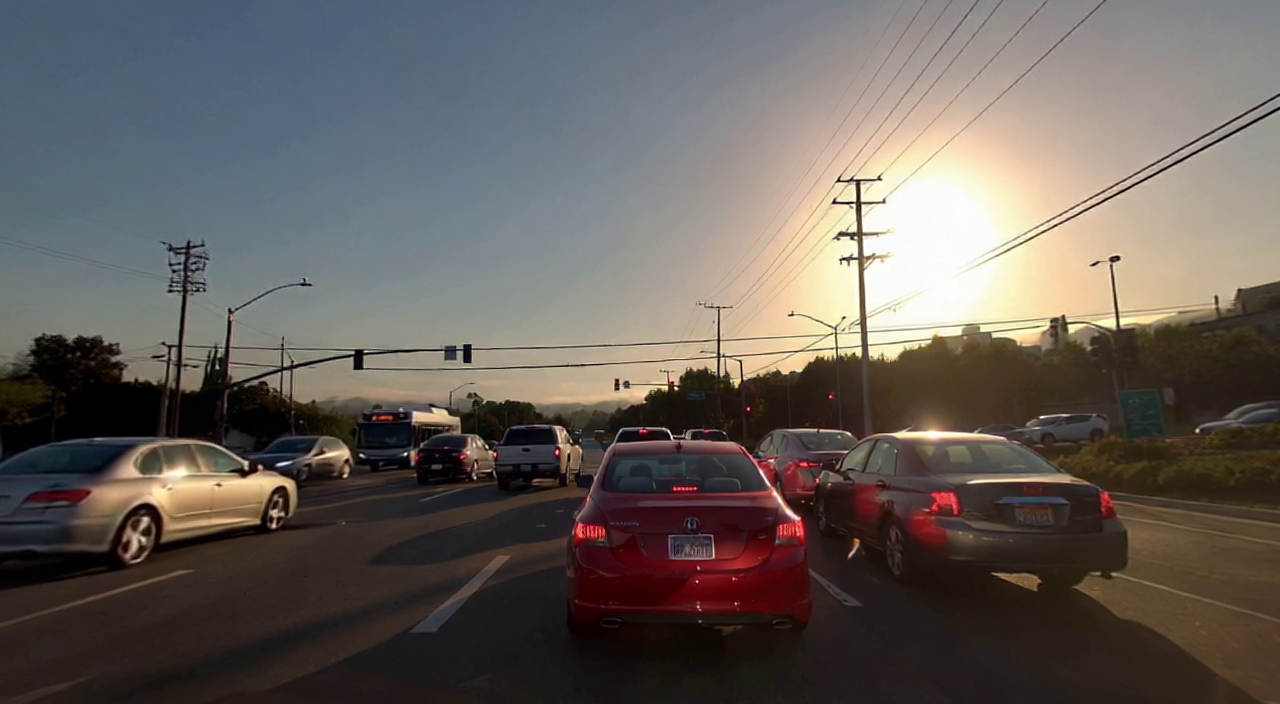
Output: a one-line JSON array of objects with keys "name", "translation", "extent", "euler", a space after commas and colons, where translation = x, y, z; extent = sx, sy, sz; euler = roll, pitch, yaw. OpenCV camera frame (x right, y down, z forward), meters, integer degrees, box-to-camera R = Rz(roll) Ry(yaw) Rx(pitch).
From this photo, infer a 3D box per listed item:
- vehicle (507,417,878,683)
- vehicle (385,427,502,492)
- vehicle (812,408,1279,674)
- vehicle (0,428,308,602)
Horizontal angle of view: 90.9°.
[{"name": "vehicle", "translation": [0.277, 1.415, 5.642], "extent": [2.109, 1.483, 3.964], "euler": [0, -8, -1]}, {"name": "vehicle", "translation": [-6.263, 3.490, 20.895], "extent": [2.070, 1.824, 5.196], "euler": [-1, -8, 2]}, {"name": "vehicle", "translation": [3.121, 1.397, 5.797], "extent": [1.870, 1.523, 4.096], "euler": [0, -8, -1]}, {"name": "vehicle", "translation": [-6.414, 1.758, 7.853], "extent": [1.955, 1.497, 4.639], "euler": [-1, -8, 1]}]
